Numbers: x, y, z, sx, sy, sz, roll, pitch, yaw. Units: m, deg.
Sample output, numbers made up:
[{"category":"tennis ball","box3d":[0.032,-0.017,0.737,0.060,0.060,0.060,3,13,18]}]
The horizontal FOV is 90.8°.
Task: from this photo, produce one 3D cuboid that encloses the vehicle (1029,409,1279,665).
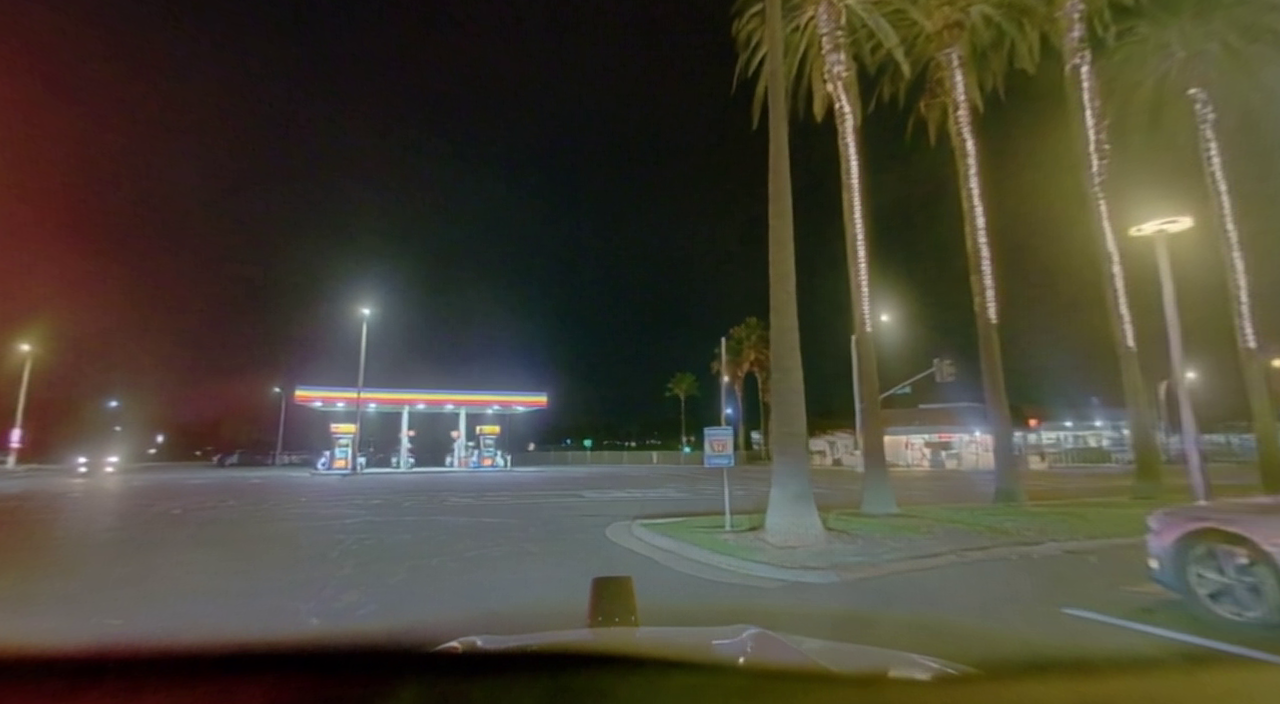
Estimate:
[{"category":"vehicle","box3d":[5.010,1.031,3.395,1.937,1.490,4.564,4,-9,-24]}]
